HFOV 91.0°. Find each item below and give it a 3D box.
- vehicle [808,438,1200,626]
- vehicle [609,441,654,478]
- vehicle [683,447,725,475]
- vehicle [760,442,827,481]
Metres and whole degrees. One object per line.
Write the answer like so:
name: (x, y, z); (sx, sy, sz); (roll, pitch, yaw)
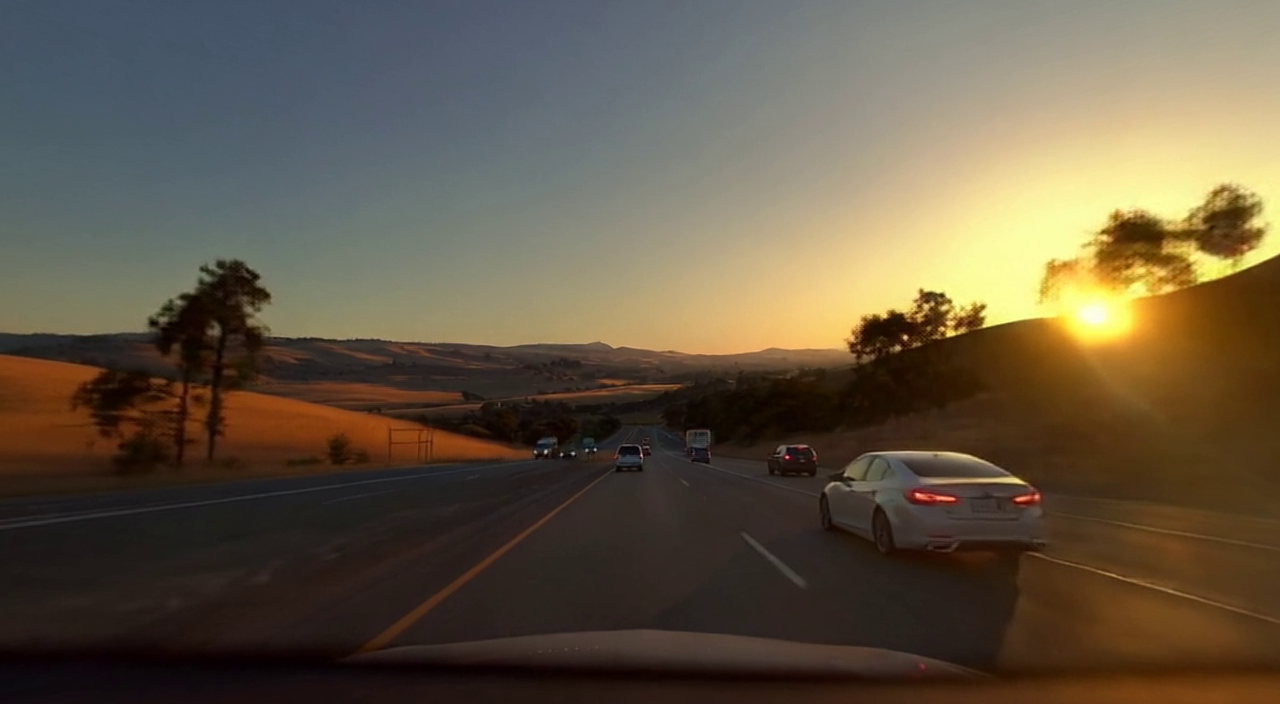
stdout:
vehicle: (3.443, 1.748, 7.093); (2.004, 1.471, 4.032); (0, -9, 0)
vehicle: (-0.365, 5.364, 31.656); (2.142, 1.724, 4.344); (0, -9, 1)
vehicle: (3.726, 6.433, 37.492); (2.047, 1.540, 4.294); (0, -9, 0)
vehicle: (6.899, 4.959, 28.790); (1.975, 1.650, 4.257); (0, -9, 0)
